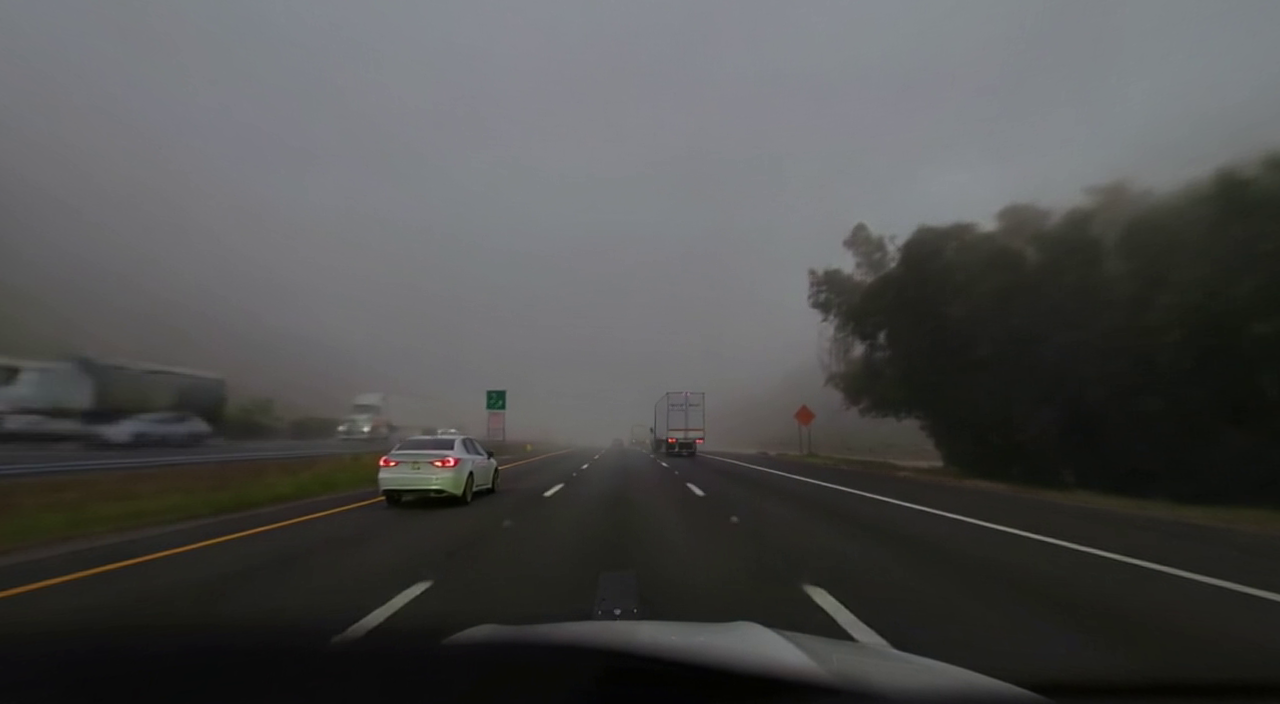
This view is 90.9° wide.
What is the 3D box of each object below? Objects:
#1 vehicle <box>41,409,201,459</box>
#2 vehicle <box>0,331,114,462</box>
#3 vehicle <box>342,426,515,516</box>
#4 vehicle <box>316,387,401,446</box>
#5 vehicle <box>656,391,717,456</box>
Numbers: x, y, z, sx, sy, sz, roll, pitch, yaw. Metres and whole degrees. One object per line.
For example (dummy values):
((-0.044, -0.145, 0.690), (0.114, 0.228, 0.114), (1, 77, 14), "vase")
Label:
((-16.425, 2.645, 20.249), (1.765, 1.429, 3.982), (0, -8, -1), "vehicle")
((-20.052, 1.420, 19.258), (2.925, 3.762, 5.701), (0, -8, -1), "vehicle")
((-3.894, 2.240, 12.527), (1.971, 1.444, 4.401), (0, -8, -1), "vehicle")
((-19.893, 4.706, 45.017), (3.132, 3.870, 5.926), (2, -8, 0), "vehicle")
((3.116, 5.423, 46.827), (3.241, 4.042, 14.292), (0, -7, -1), "vehicle")
